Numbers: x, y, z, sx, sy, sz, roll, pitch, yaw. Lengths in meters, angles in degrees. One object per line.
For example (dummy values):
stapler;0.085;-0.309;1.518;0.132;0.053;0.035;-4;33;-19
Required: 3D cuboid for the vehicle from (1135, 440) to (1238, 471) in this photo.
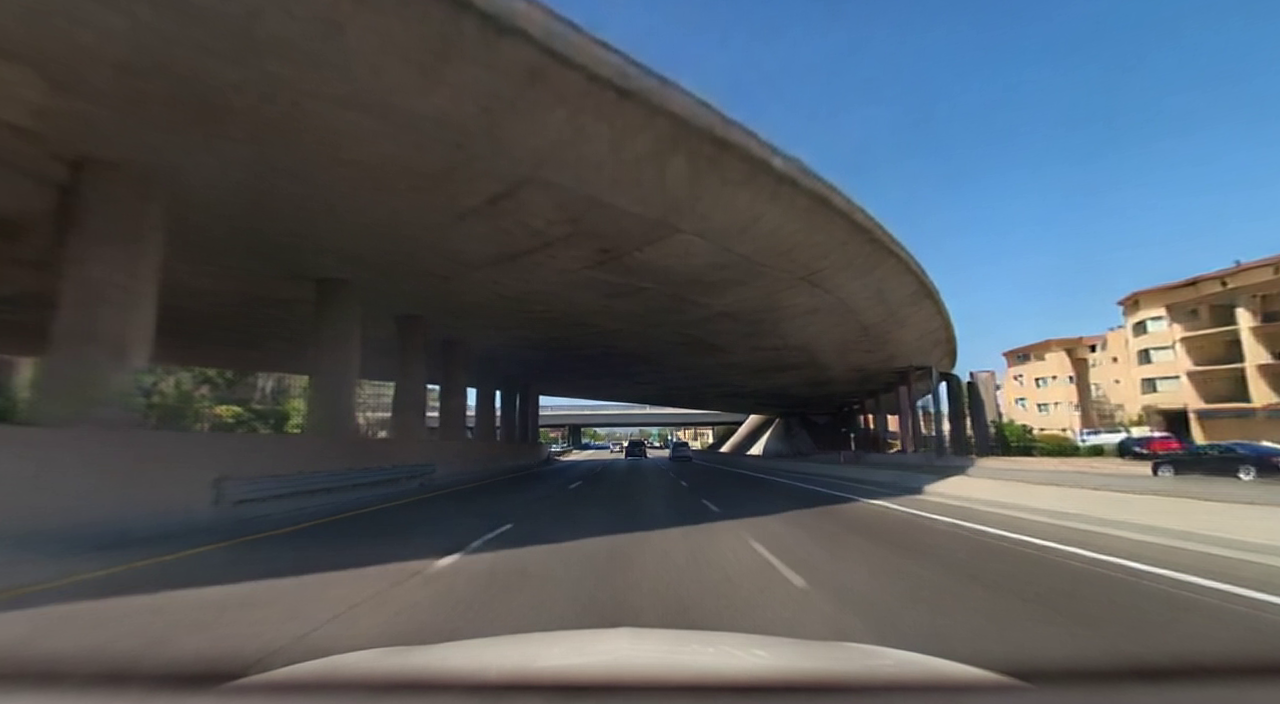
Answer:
vehicle;33.672;6.356;39.001;4.571;1.685;2.006;-1;-9;-4
